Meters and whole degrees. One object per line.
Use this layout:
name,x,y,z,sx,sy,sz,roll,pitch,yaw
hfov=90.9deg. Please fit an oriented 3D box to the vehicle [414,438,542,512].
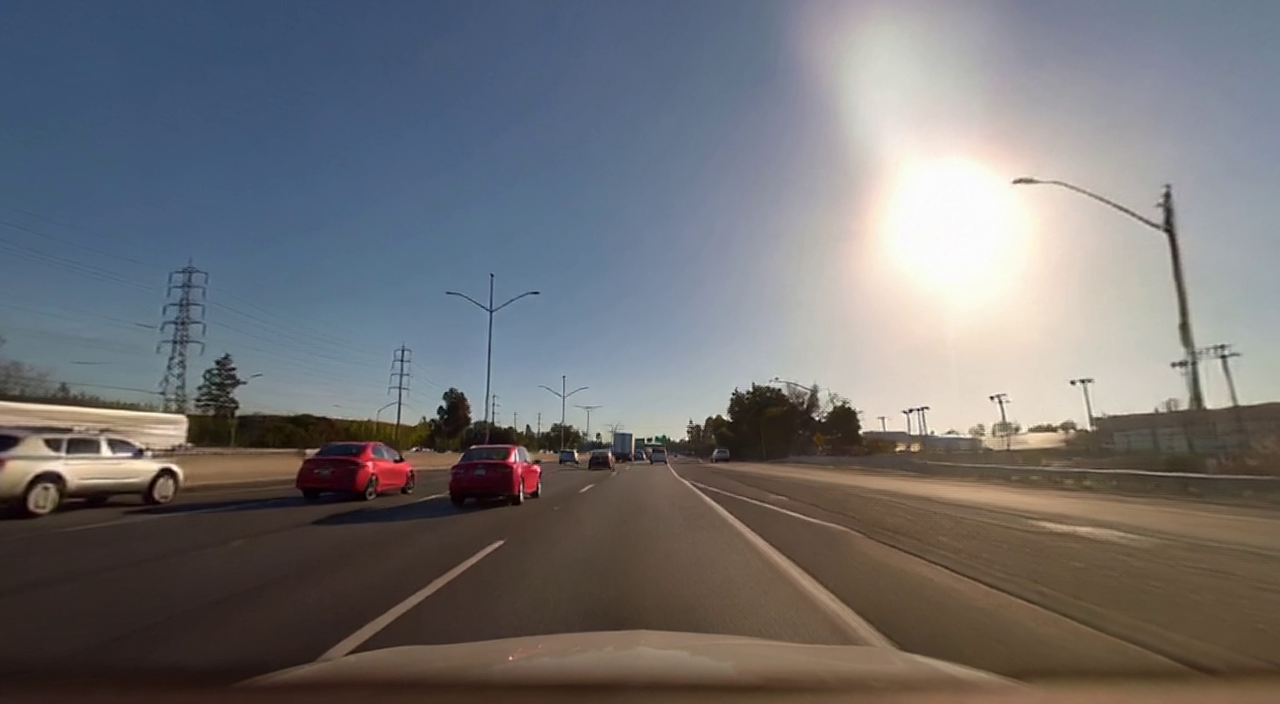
vehicle,-3.649,2.816,14.958,1.953,1.511,3.704,0,-8,1

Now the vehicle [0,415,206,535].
vehicle,-10.723,2.140,11.429,2.044,1.810,5.016,0,-8,1

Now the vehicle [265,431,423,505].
vehicle,-7.516,2.963,16.587,1.970,1.682,4.297,0,-8,1
